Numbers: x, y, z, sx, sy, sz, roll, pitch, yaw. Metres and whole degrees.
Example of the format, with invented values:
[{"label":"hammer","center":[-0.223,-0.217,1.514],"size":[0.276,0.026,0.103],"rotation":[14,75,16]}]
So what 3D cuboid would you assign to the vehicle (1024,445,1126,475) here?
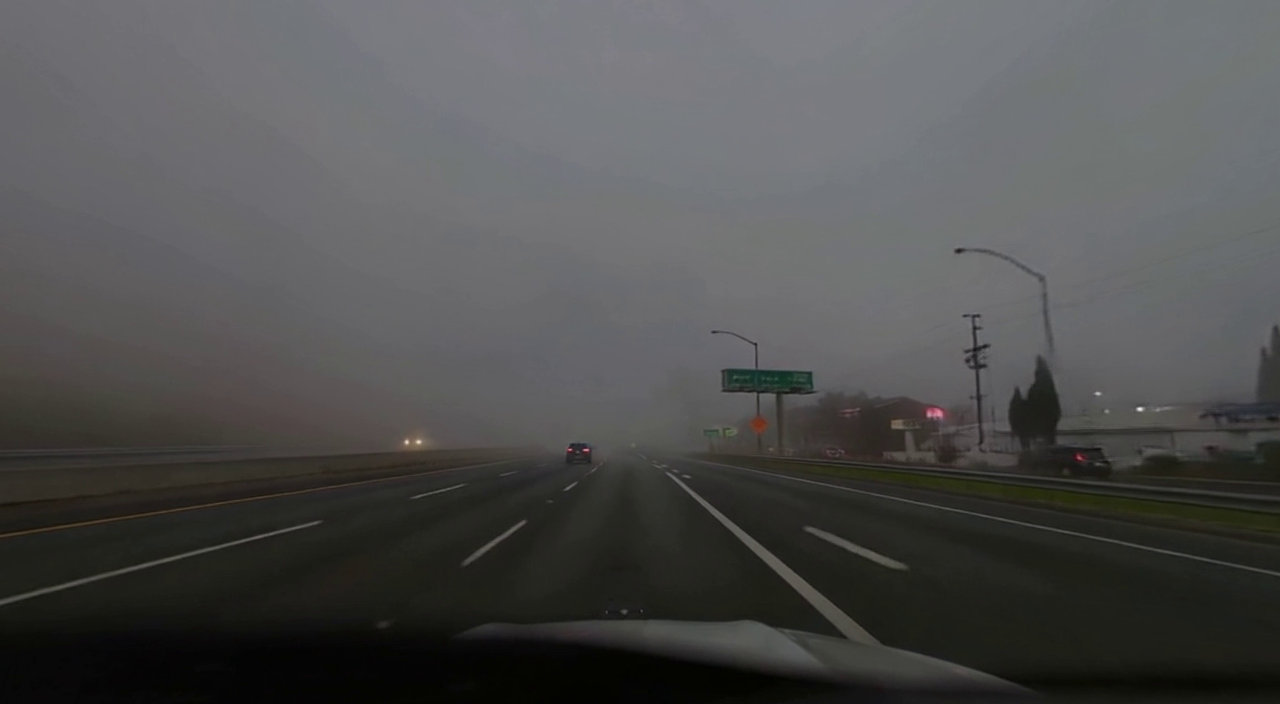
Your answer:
[{"label":"vehicle","center":[26.988,6.692,39.422],"size":[1.972,1.749,5.464],"rotation":[1,-8,-7]}]
